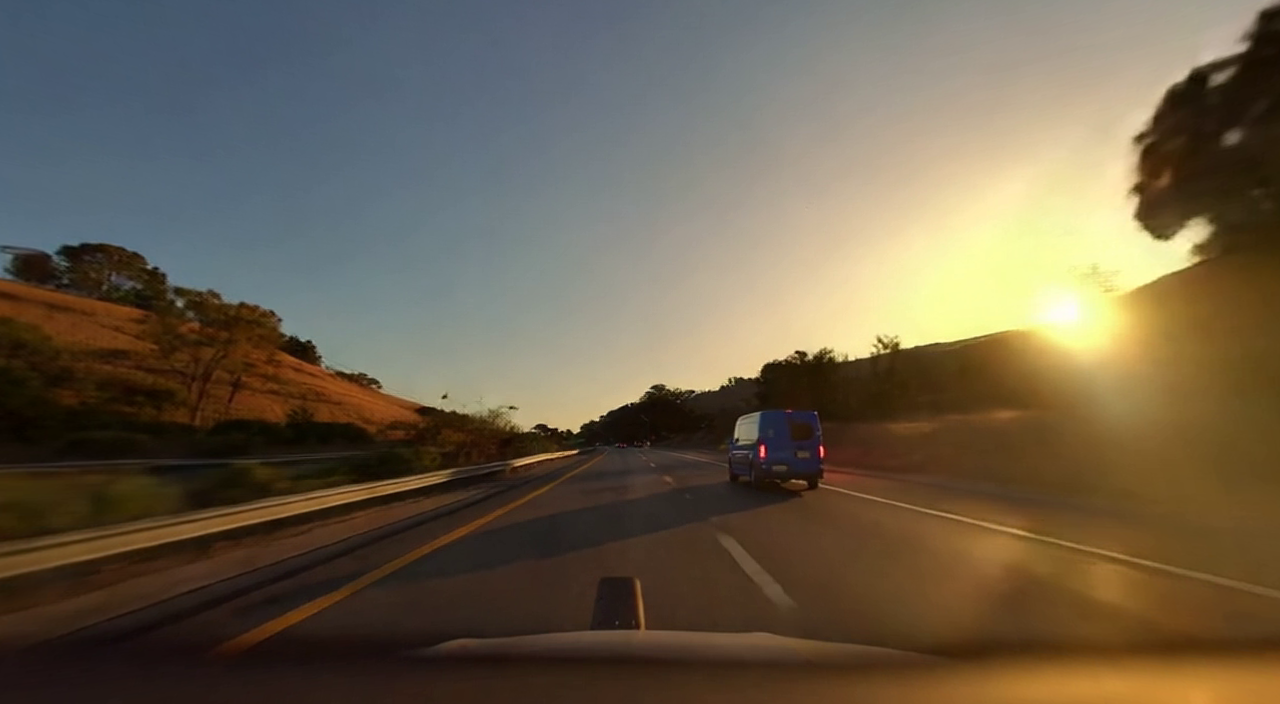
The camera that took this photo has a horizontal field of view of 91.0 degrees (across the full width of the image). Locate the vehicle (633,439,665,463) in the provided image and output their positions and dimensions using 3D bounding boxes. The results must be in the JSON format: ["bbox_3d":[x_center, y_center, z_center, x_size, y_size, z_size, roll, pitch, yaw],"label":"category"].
[{"bbox_3d":[0.545,6.445,41.111,2.005,1.466,3.739,0,-8,0],"label":"vehicle"}]

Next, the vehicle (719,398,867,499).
[{"bbox_3d":[3.439,2.315,15.321,2.269,2.048,4.679,0,-8,-2],"label":"vehicle"}]
